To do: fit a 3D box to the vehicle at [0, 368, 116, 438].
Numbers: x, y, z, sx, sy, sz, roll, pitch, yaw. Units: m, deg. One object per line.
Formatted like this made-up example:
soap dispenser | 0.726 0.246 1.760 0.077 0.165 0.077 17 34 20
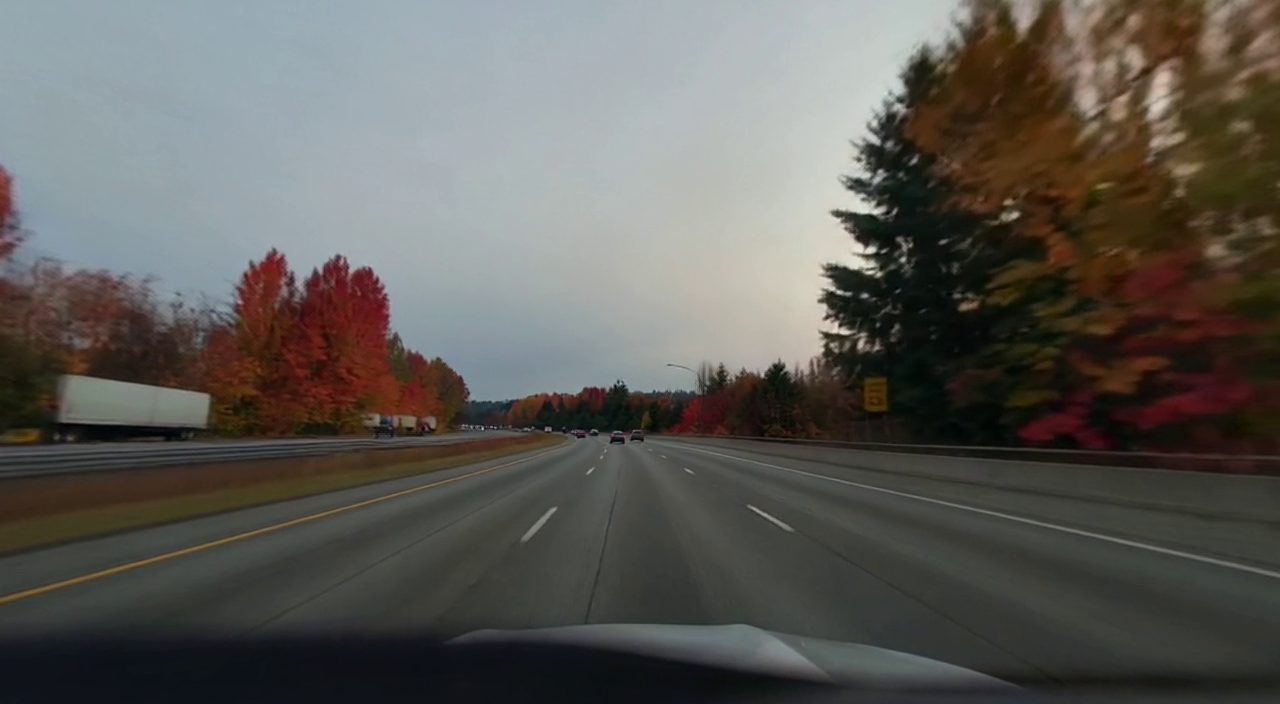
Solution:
vehicle | -39.154 3.460 41.136 3.263 4.186 6.909 0 -7 3
